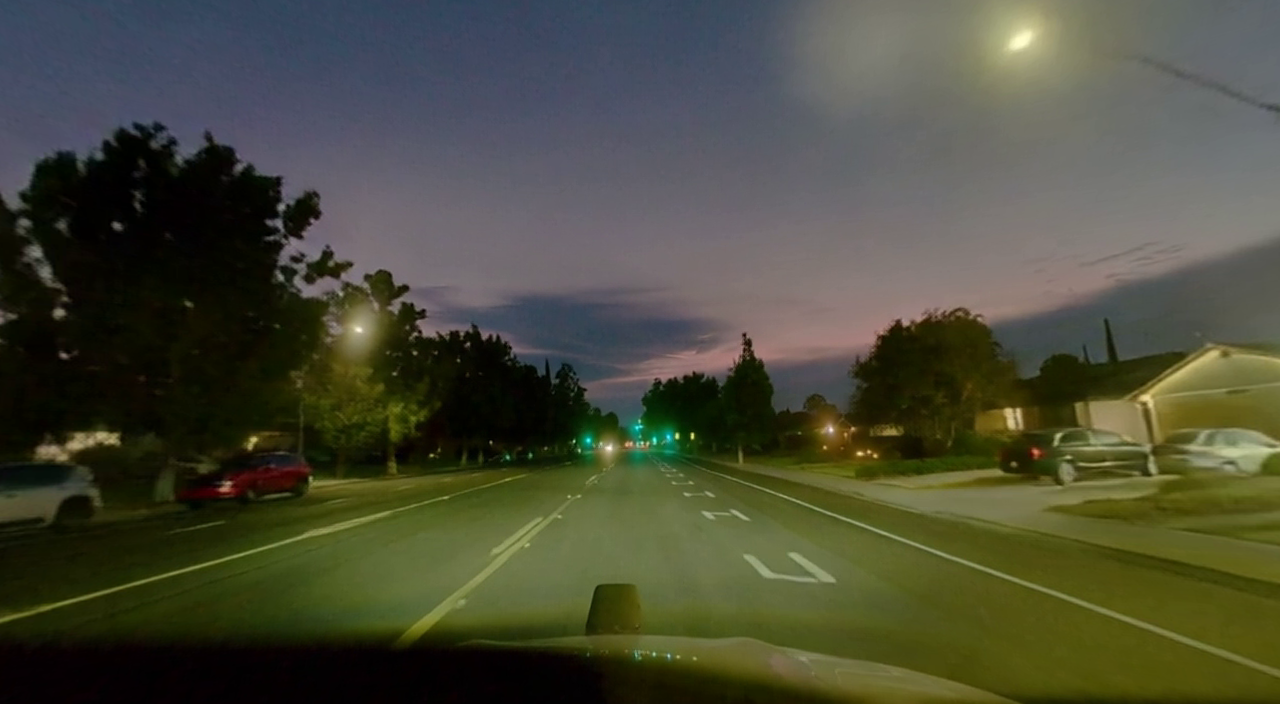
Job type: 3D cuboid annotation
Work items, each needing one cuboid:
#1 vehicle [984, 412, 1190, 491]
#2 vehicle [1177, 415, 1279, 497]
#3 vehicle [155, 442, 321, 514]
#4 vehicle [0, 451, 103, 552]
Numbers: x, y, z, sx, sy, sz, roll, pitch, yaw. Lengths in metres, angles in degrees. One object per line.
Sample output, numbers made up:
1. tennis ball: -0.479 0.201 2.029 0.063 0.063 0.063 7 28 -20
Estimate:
1. vehicle: 12.295 2.727 17.596 4.194 1.850 1.951 -2 -7 -3
2. vehicle: 15.456 2.332 14.375 4.584 1.715 2.028 0 -8 -1
3. vehicle: -12.167 3.787 19.614 2.105 1.930 4.541 0 -8 0
4. vehicle: -12.003 2.571 10.375 2.007 1.663 5.077 -2 -7 -1
